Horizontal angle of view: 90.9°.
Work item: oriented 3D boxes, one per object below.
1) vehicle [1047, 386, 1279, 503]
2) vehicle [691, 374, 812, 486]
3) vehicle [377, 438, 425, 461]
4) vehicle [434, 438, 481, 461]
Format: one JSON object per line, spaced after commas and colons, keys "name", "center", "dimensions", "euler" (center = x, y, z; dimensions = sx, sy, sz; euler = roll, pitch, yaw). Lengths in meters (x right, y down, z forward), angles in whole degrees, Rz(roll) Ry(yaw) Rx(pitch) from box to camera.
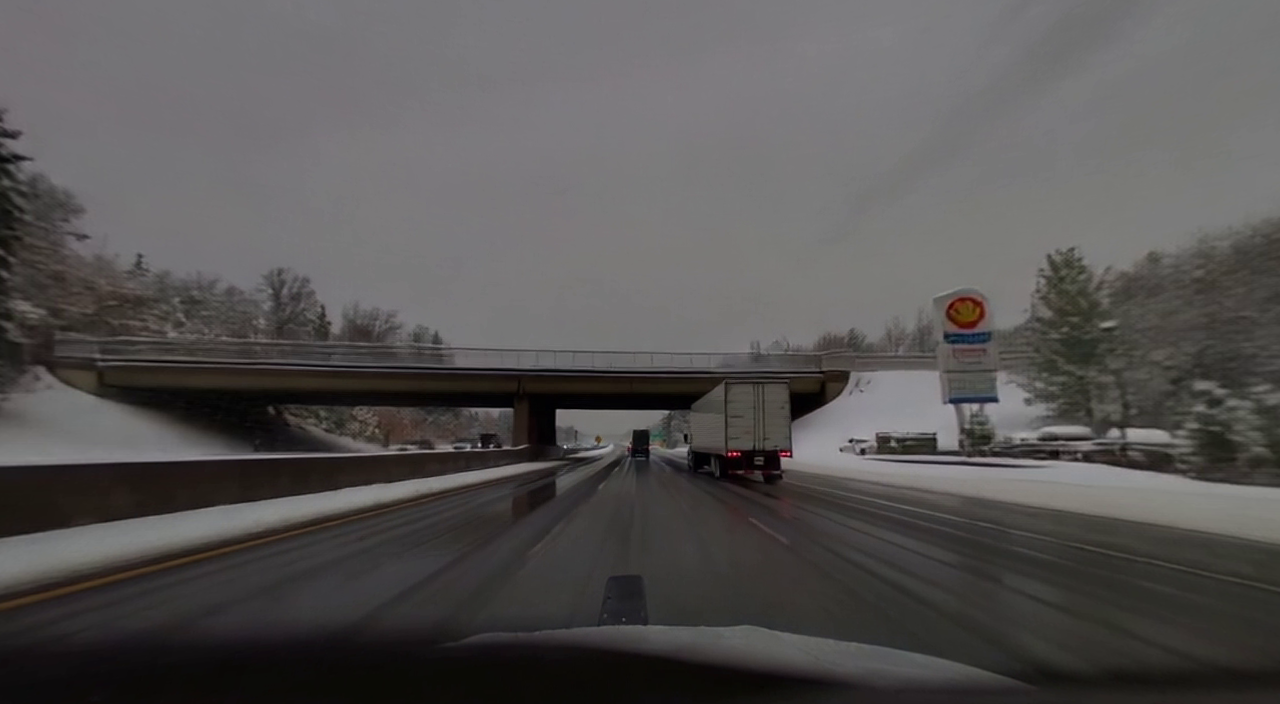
{"name": "vehicle", "center": [23.203, 3.903, 26.363], "dimensions": [2.834, 3.946, 14.251], "euler": [0, -9, 0]}
{"name": "vehicle", "center": [4.590, 3.860, 29.871], "dimensions": [2.881, 3.995, 14.382], "euler": [0, -9, -1]}
{"name": "vehicle", "center": [-15.768, 6.431, 41.701], "dimensions": [1.712, 1.422, 3.625], "euler": [0, -9, 0]}
{"name": "vehicle", "center": [-12.326, 6.592, 42.814], "dimensions": [1.831, 1.463, 4.205], "euler": [0, -9, 1]}
